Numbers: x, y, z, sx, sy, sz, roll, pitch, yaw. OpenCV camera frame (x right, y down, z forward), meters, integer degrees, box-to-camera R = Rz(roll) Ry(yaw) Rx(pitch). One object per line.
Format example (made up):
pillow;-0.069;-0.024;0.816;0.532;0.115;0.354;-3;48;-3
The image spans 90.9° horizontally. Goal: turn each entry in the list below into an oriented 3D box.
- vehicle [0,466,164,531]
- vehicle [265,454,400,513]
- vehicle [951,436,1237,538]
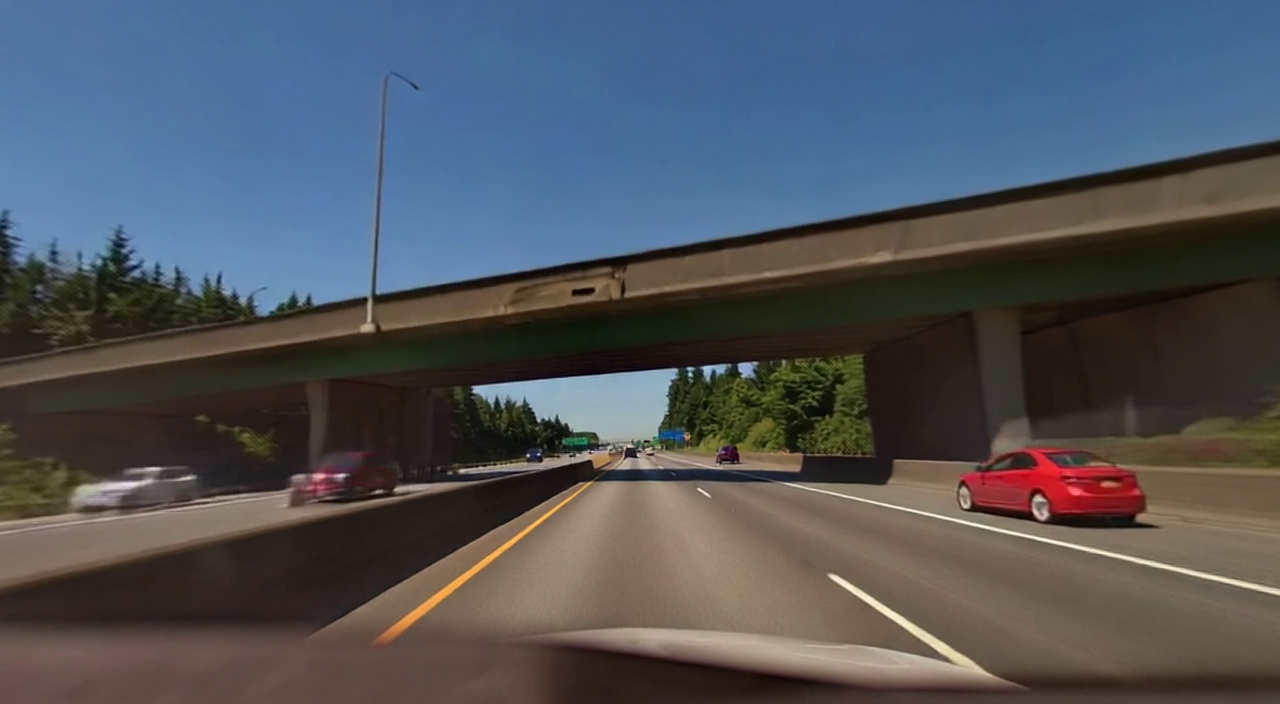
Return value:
vehicle;-16.282;4.058;17.976;1.850;1.488;4.530;0;-9;-1
vehicle;-8.452;3.619;17.744;1.901;1.453;3.747;0;-9;-1
vehicle;7.725;2.329;11.414;1.987;1.473;4.244;0;-9;0
